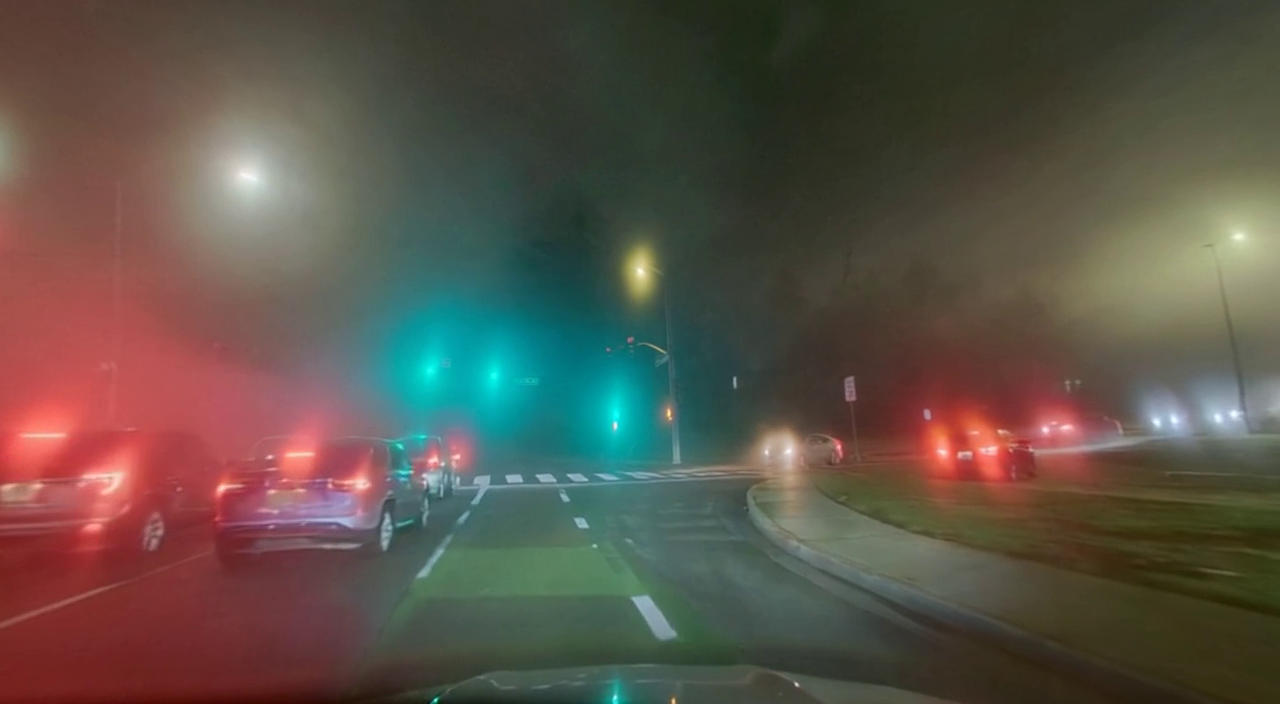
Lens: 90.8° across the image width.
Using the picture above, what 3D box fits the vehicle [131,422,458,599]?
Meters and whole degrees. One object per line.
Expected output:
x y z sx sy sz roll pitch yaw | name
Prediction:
-3.656 1.716 7.859 2.176 1.489 4.518 1 -9 -10 | vehicle

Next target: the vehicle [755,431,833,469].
7.308 4.599 29.711 1.908 1.622 4.166 -7 -11 38 | vehicle

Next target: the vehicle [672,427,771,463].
4.635 5.334 36.194 5.144 1.954 2.122 3 -9 -19 | vehicle

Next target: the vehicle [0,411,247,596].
-7.087 1.676 7.836 2.057 1.610 4.891 2 -9 -11 | vehicle
